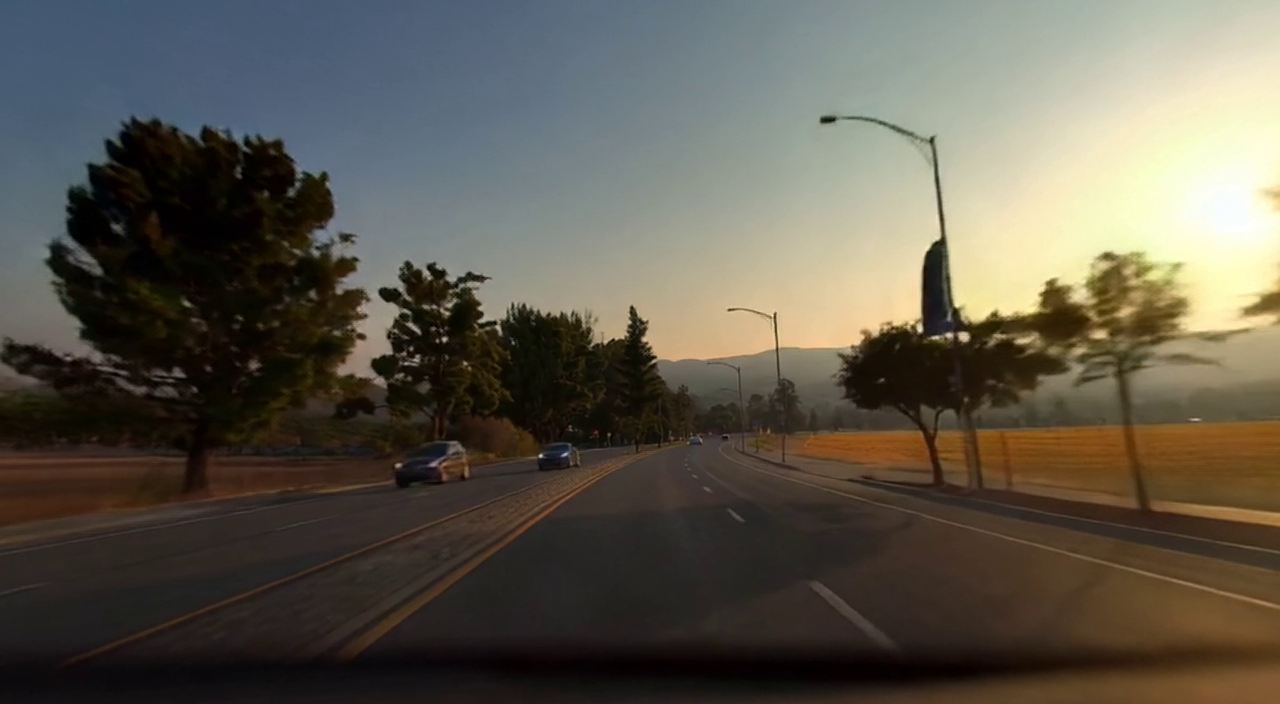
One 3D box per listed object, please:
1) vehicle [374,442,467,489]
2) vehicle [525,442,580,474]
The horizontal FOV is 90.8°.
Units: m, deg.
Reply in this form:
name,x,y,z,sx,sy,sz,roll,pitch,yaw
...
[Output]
name,x,y,z,sx,sy,sz,roll,pitch,yaw
vehicle,-8.428,4.370,24.722,1.982,1.671,4.431,0,-8,1
vehicle,-4.263,5.251,31.522,1.989,1.461,4.081,-1,-8,3
